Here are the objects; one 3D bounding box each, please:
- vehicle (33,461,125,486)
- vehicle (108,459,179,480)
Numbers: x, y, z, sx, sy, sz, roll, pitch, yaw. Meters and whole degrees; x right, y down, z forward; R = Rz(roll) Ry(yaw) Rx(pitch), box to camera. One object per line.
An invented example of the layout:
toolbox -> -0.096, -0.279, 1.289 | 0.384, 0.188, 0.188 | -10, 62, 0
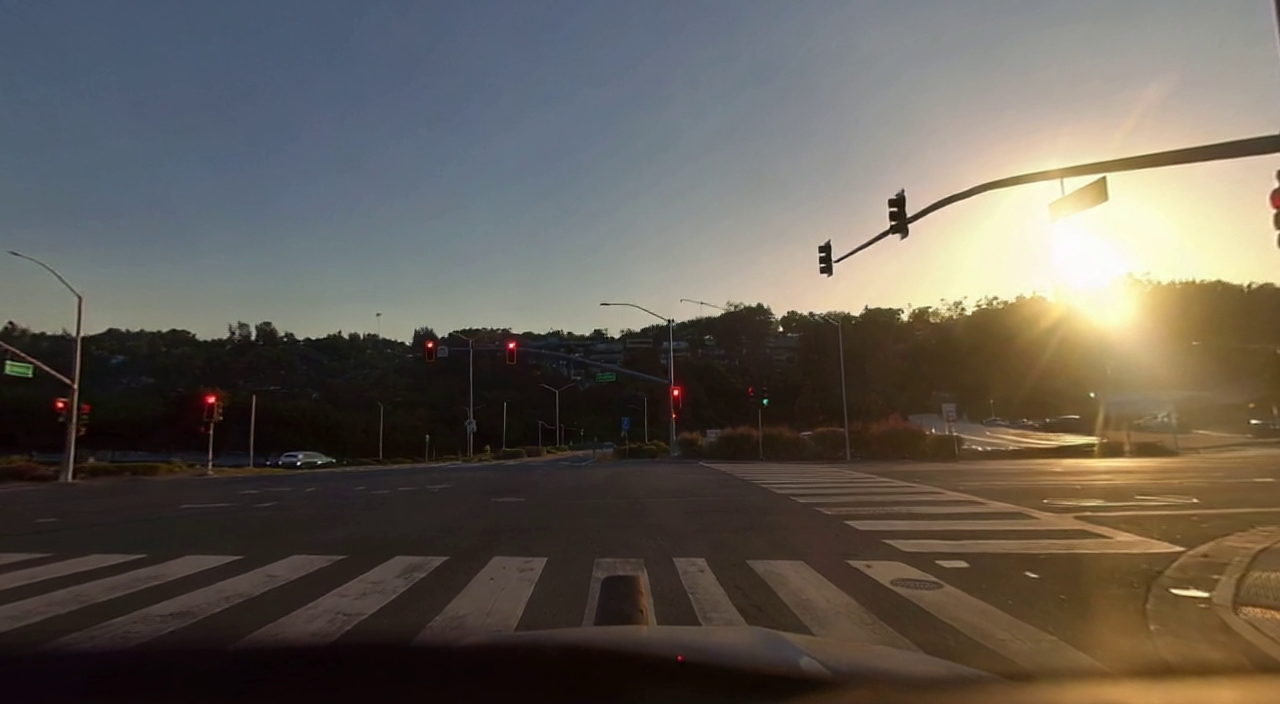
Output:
vehicle -> -36.146, 7.831, 40.651 | 4.241, 1.413, 1.673 | -1, -8, -1
vehicle -> -35.898, 8.508, 45.645 | 3.681, 1.423, 1.680 | 0, -8, -1
